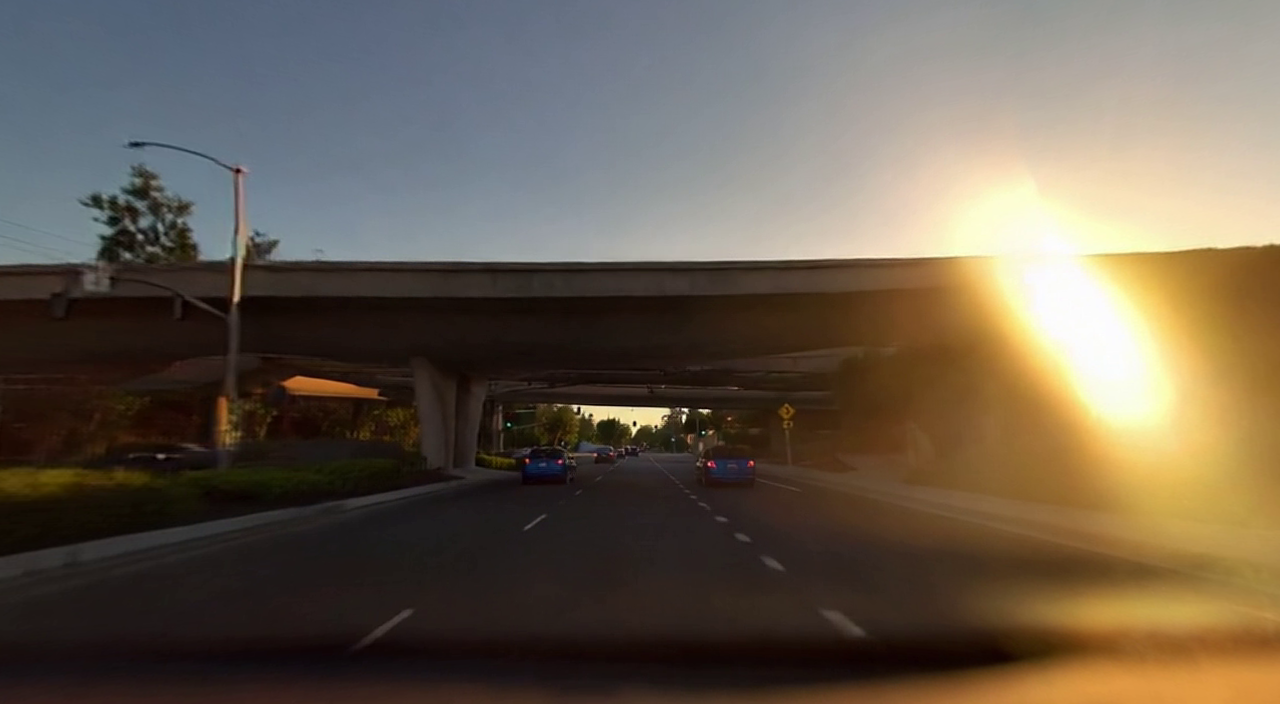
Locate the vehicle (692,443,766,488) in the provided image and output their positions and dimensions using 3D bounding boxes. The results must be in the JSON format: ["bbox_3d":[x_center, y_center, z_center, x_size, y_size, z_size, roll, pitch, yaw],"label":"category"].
[{"bbox_3d":[3.178,4.167,23.536,2.068,1.497,4.247,0,-9,-1],"label":"vehicle"}]

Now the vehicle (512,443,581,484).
[{"bbox_3d":[-3.663,4.439,25.534,2.060,1.484,4.417,0,-9,1],"label":"vehicle"}]
